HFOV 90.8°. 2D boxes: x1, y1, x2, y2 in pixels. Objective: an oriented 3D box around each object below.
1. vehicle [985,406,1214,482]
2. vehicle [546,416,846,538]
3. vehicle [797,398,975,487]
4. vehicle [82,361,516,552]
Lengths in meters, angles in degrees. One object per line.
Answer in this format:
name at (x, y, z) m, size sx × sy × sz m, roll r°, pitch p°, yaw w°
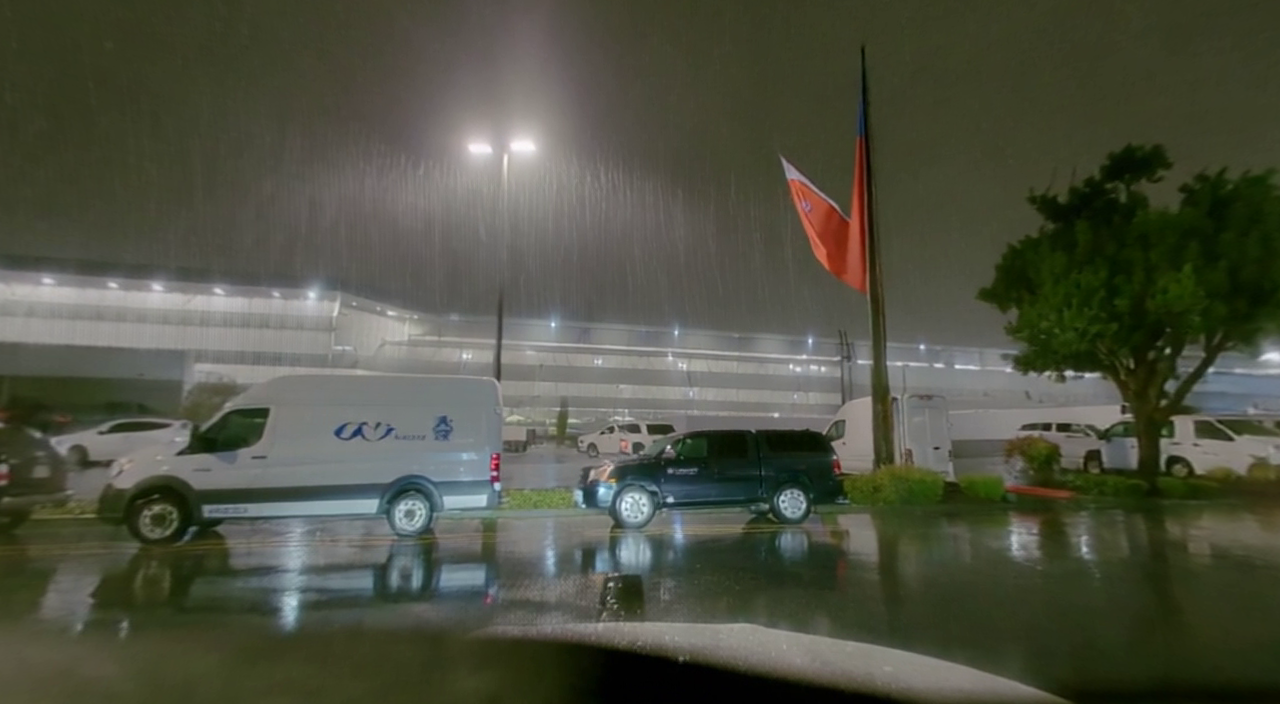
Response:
vehicle at (15.087, 3.096, 21.535) m, size 2.228 × 2.126 × 6.632 m, roll -1°, pitch -8°, yaw -7°
vehicle at (0.851, 2.176, 11.385) m, size 4.992 × 1.894 × 2.043 m, roll 2°, pitch -8°, yaw -8°
vehicle at (7.312, 2.842, 19.804) m, size 2.491 × 2.324 × 5.986 m, roll 1°, pitch -8°, yaw -8°
vehicle at (-5.208, 1.716, 10.742) m, size 5.899 × 2.757 × 2.257 m, roll 1°, pitch -9°, yaw -8°
